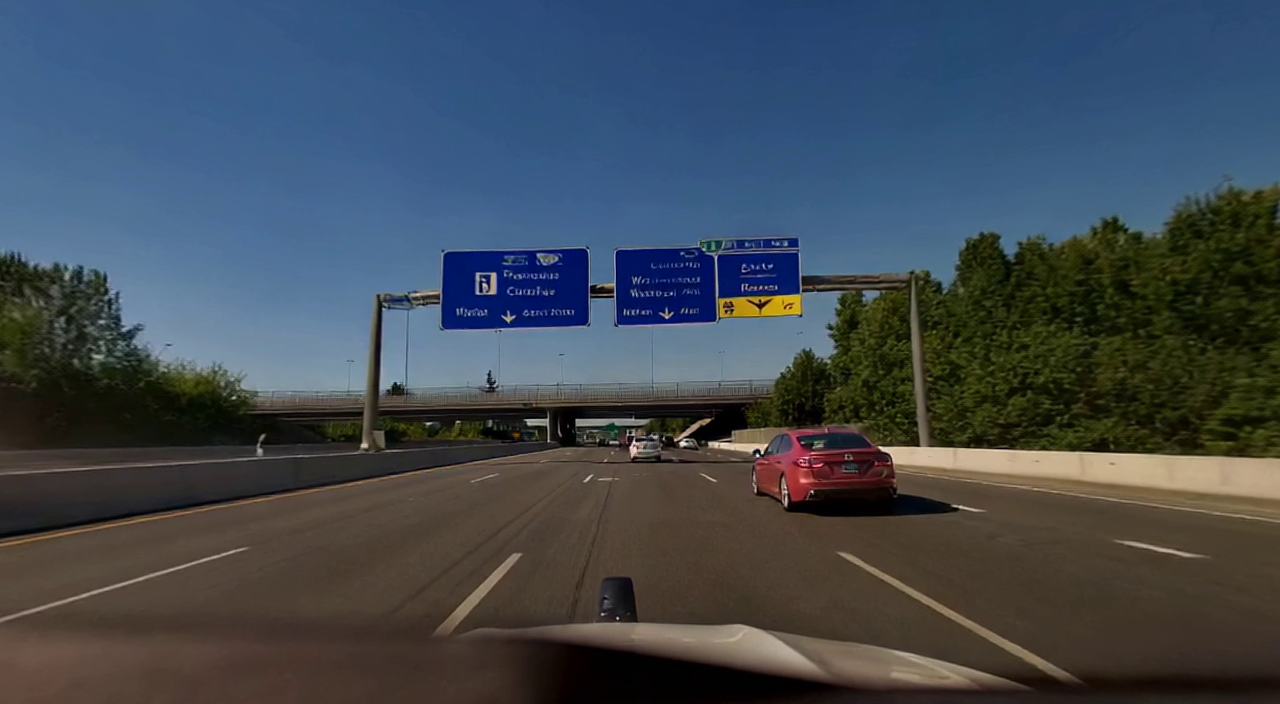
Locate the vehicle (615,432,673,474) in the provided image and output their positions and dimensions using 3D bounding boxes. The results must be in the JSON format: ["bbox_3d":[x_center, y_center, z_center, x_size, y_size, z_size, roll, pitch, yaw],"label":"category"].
[{"bbox_3d":[0.123,3.814,24.095,2.046,1.467,3.844,0,-8,-1],"label":"vehicle"}]
